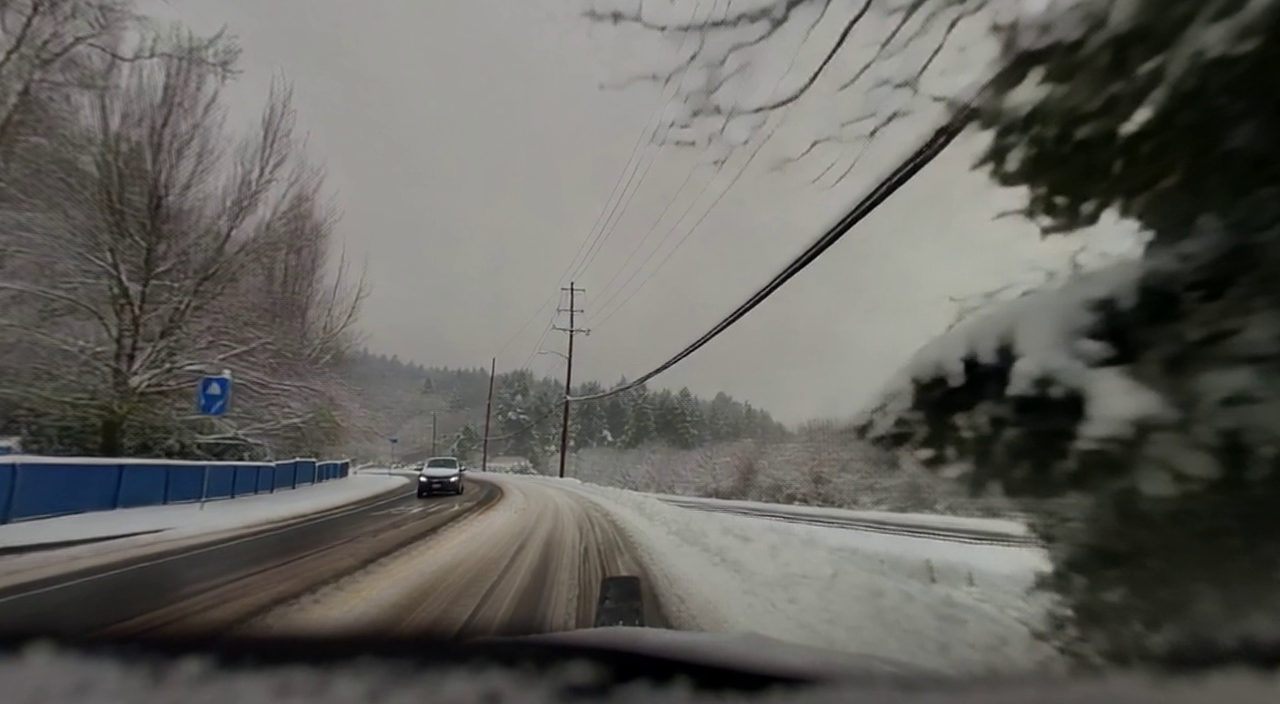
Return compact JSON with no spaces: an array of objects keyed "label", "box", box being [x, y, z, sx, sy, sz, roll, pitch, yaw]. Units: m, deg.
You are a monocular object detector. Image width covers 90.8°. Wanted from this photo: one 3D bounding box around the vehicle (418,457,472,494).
[{"label":"vehicle","box":[-8.709,5.529,28.605,2.034,1.479,4.521,2,-9,-14]}]
